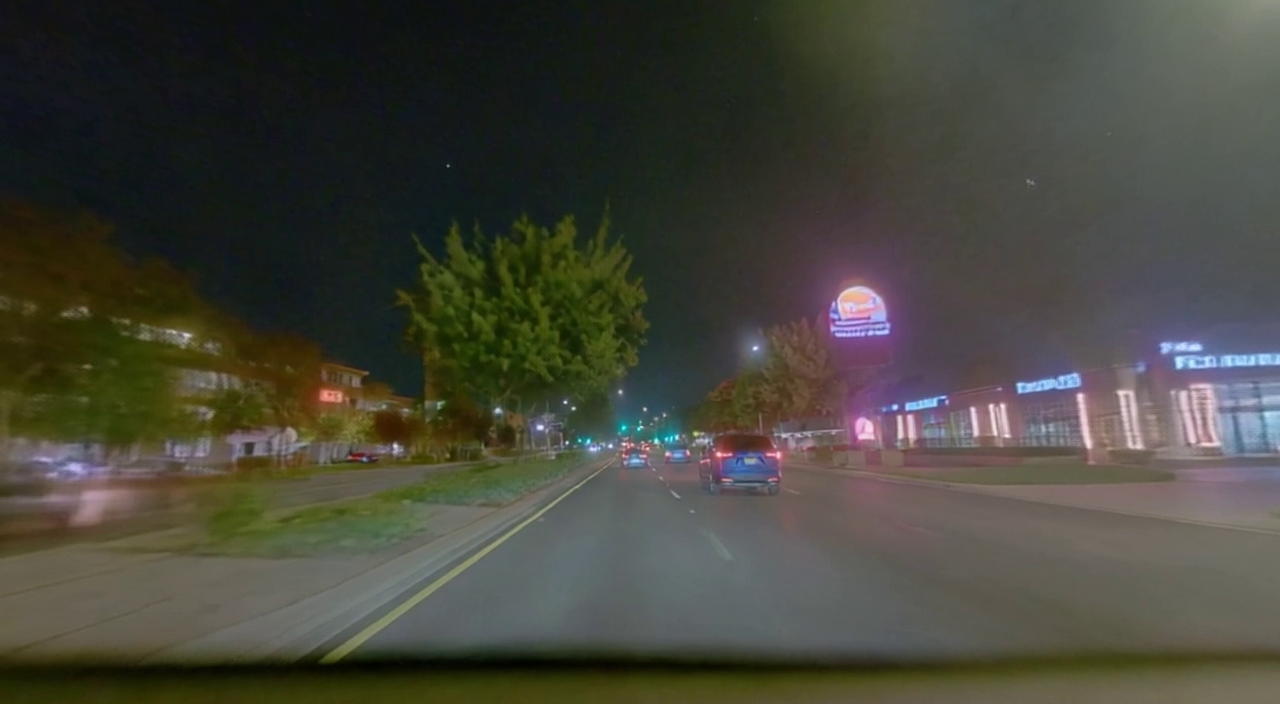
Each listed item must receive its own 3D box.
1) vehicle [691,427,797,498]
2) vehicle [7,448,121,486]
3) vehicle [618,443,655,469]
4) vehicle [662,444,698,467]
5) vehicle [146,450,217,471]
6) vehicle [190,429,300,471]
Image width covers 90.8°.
[{"bbox_3d":[2.867,3.191,18.588,2.140,1.811,4.593,0,-9,-3],"label":"vehicle"},{"bbox_3d":[-28.323,5.616,31.253,1.897,1.704,4.153,1,-9,-5],"label":"vehicle"},{"bbox_3d":[-0.235,6.217,37.829,2.056,1.440,3.798,0,-9,-1],"label":"vehicle"},{"bbox_3d":[2.564,6.718,41.089,1.970,1.402,3.756,0,-9,-2],"label":"vehicle"},{"bbox_3d":[-34.041,8.045,47.043,3.791,1.518,1.807,3,-9,-18],"label":"vehicle"},{"bbox_3d":[-27.133,6.760,43.549,5.905,2.803,2.261,0,-9,-2],"label":"vehicle"}]
